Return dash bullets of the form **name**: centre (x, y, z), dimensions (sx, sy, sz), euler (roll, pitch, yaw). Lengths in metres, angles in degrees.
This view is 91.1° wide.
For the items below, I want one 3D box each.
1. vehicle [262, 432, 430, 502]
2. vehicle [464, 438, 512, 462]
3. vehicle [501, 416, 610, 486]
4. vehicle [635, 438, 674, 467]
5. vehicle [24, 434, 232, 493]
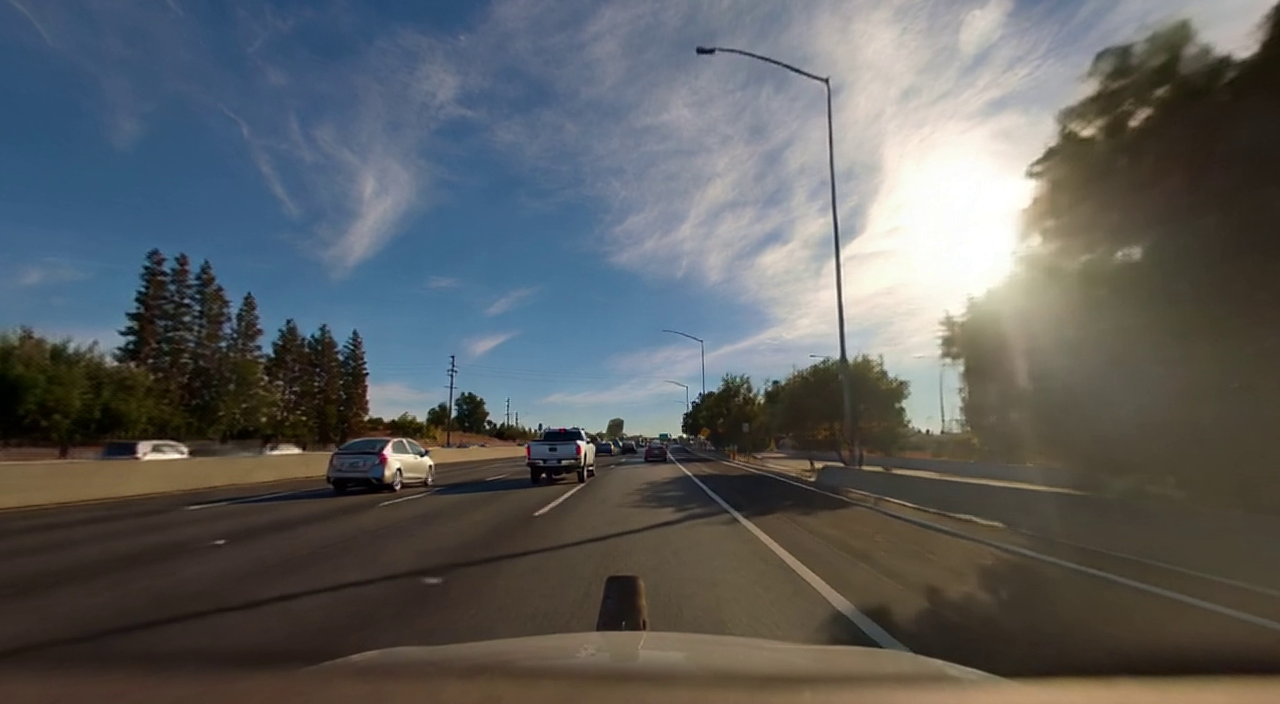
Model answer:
- **vehicle**: centre (-7.104, 2.804, 15.798), dimensions (1.964, 1.481, 4.425), euler (0, -8, 2)
- **vehicle**: centre (-9.976, 6.474, 41.493), dimensions (1.915, 1.472, 4.502), euler (0, -8, 2)
- **vehicle**: centre (-2.684, 3.431, 22.154), dimensions (2.815, 2.092, 6.526), euler (0, -8, 1)
- **vehicle**: centre (0.760, 5.512, 34.688), dimensions (2.013, 1.444, 4.447), euler (0, -8, 1)
- **vehicle**: centre (-14.500, 3.165, 18.270), dimensions (1.938, 1.475, 4.760), euler (0, -8, 2)
